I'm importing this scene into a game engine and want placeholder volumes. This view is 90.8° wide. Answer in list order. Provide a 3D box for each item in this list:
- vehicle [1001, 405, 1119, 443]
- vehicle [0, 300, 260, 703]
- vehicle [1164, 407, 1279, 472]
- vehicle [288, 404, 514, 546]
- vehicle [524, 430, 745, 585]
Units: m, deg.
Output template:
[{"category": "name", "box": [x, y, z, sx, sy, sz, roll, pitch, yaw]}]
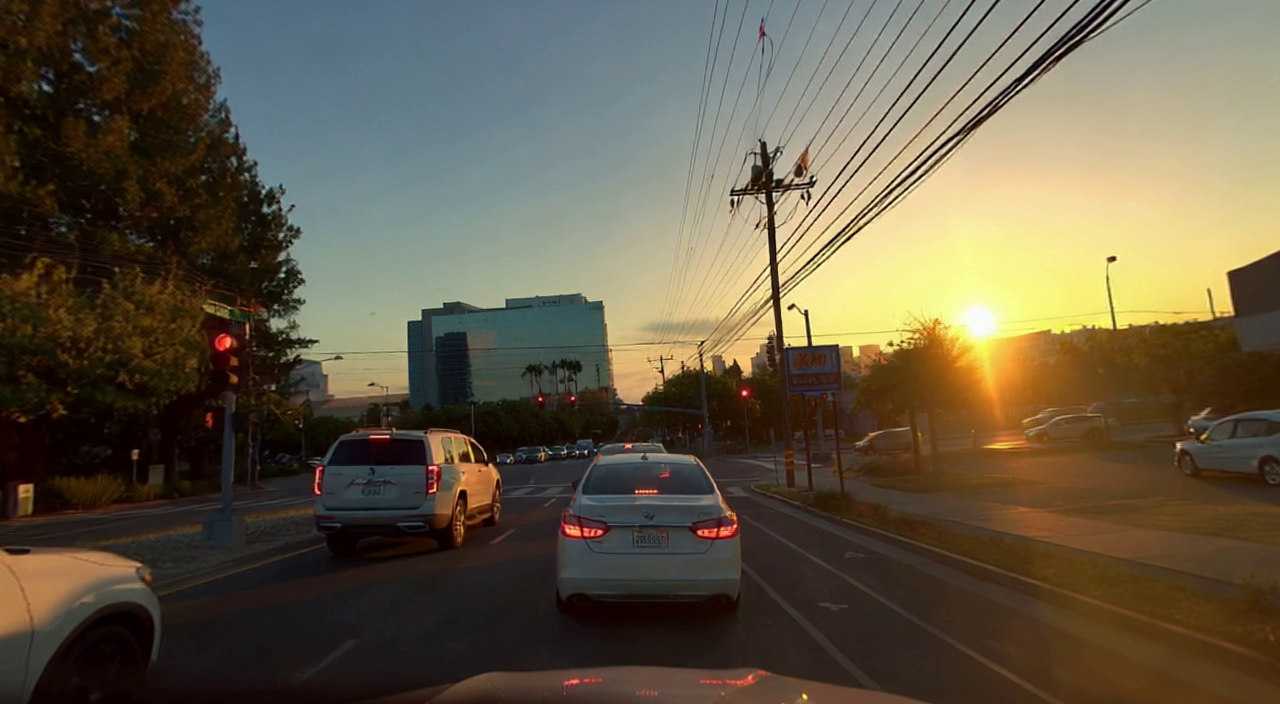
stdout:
[{"category": "vehicle", "box": [26.833, 4.643, 40.518, 5.782, 2.286, 2.223, -1, -9, 4]}, {"category": "vehicle", "box": [-3.588, 0.633, 1.533, 2.085, 1.943, 5.053, 0, -8, 1]}, {"category": "vehicle", "box": [17.018, 2.549, 18.285, 1.858, 1.622, 4.491, -5, -10, 28]}, {"category": "vehicle", "box": [-3.847, 2.087, 11.371, 2.147, 1.963, 4.927, 0, -8, 0]}, {"category": "vehicle", "box": [-0.099, 1.801, 8.146, 2.121, 1.474, 3.968, 0, -8, -1]}]
